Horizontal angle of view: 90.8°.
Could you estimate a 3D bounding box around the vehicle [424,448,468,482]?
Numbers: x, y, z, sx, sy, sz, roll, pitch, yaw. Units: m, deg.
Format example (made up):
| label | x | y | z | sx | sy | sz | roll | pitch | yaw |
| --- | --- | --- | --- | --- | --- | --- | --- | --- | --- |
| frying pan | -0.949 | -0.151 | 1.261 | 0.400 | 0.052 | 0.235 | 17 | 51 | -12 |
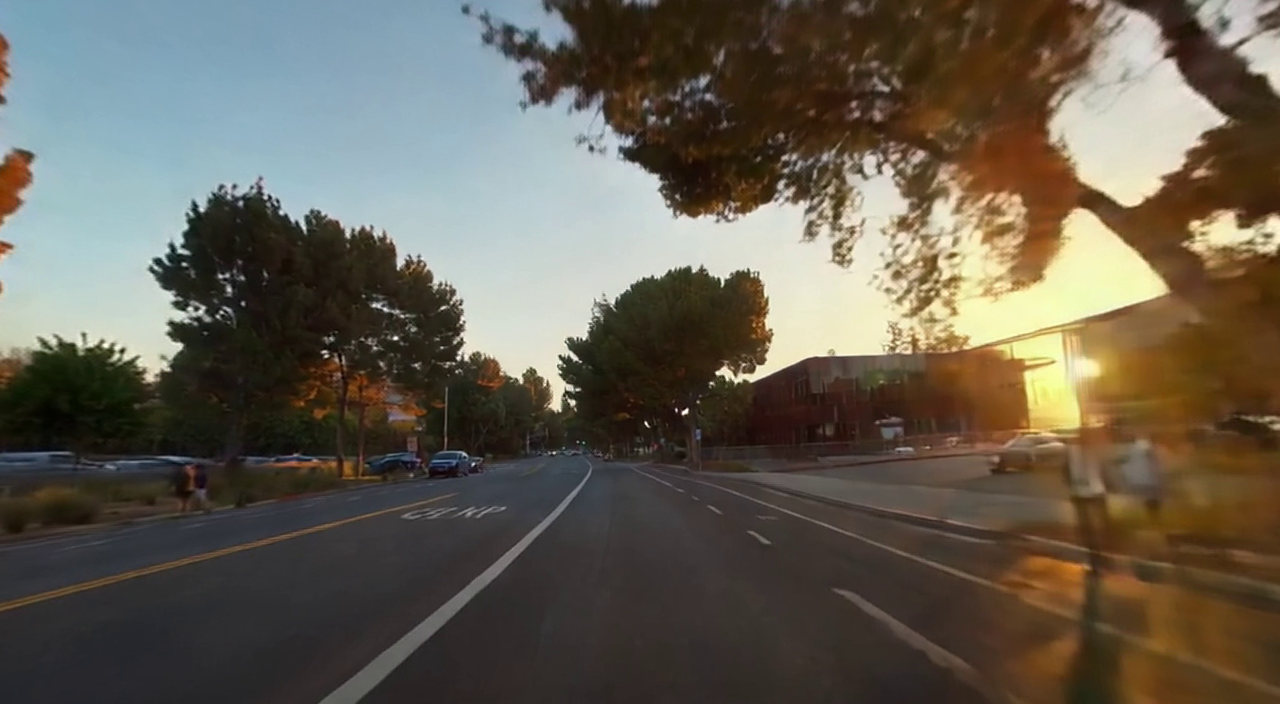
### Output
| label | x | y | z | sx | sy | sz | roll | pitch | yaw |
| --- | --- | --- | --- | --- | --- | --- | --- | --- | --- |
| vehicle | -14.809 | 8.595 | 48.483 | 2.314 | 2.144 | 5.403 | -3 | -7 | -7 |
